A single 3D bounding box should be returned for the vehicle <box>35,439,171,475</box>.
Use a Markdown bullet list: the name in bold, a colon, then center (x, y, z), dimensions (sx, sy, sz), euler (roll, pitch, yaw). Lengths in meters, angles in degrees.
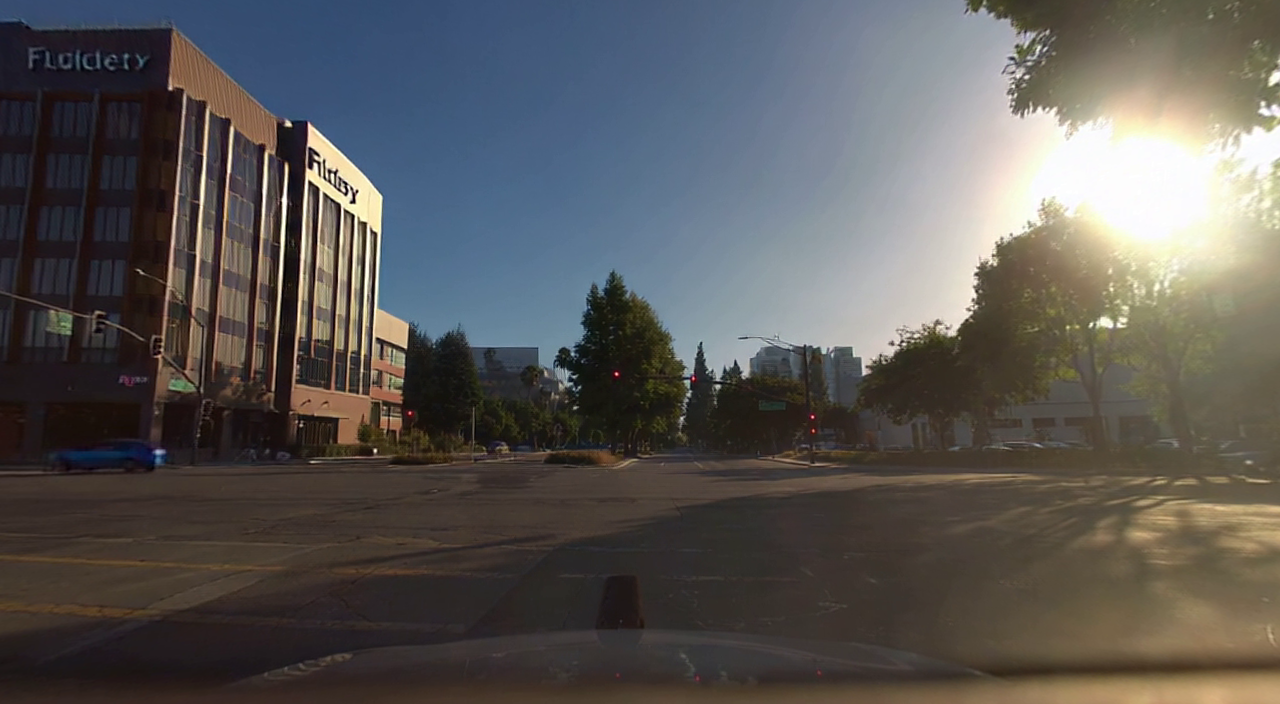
- **vehicle**: center (-26.491, 5.196, 31.337), dimensions (4.639, 1.699, 2.030), euler (1, -9, -8)
